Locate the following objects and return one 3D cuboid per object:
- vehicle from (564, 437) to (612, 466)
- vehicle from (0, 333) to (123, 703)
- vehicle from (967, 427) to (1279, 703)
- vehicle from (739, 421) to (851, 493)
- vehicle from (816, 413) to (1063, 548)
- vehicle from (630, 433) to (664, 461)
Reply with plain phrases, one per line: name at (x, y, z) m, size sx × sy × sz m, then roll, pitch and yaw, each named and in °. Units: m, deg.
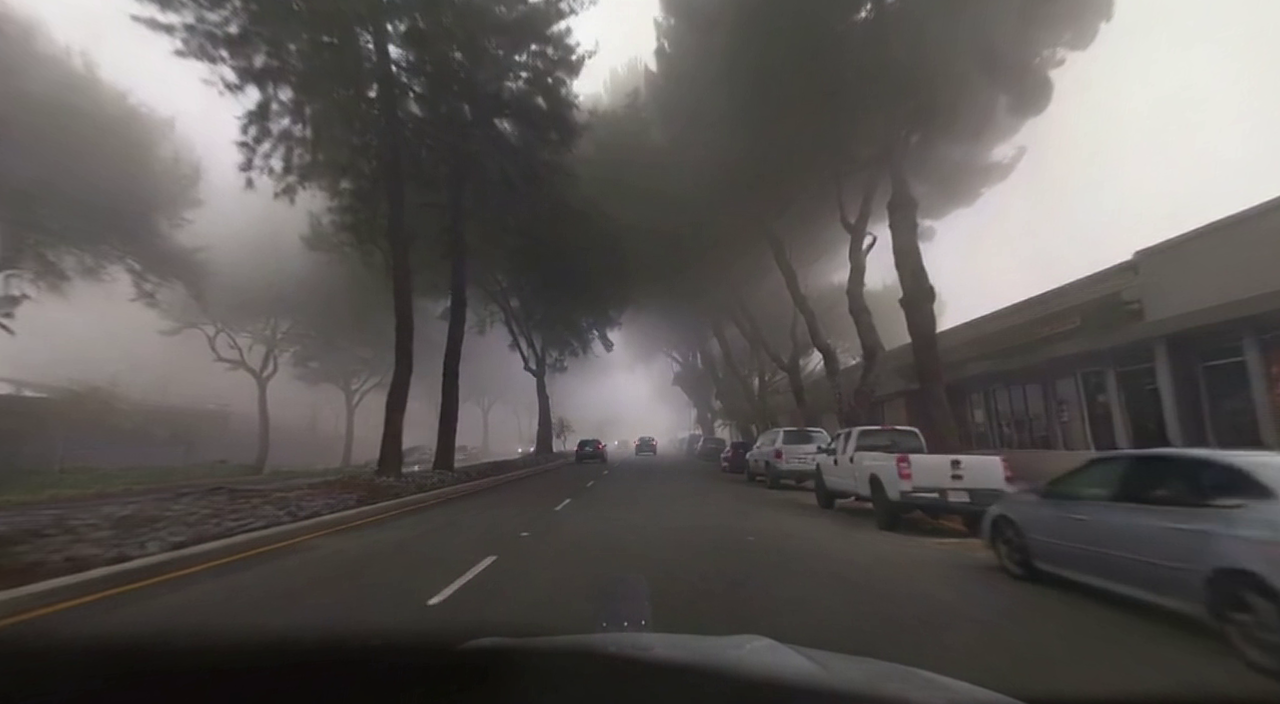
vehicle at (-2.819, 5.523, 35.086) m, size 2.151 × 1.484 × 4.468 m, roll 0°, pitch -8°, yaw 2°
vehicle at (-3.489, 0.513, 0.413) m, size 2.186 × 1.708 × 4.746 m, roll 0°, pitch -8°, yaw 1°
vehicle at (4.303, 1.268, 4.273) m, size 1.896 × 1.451 × 4.329 m, roll 0°, pitch -8°, yaw 1°
vehicle at (4.318, 3.033, 18.467) m, size 2.068 × 1.809 × 4.889 m, roll 0°, pitch -8°, yaw 0°
vehicle at (4.443, 1.965, 10.300) m, size 1.900 × 1.702 × 4.358 m, roll 0°, pitch -8°, yaw 0°
vehicle at (0.451, 6.206, 41.273) m, size 2.075 × 1.770 × 4.018 m, roll 0°, pitch -8°, yaw 0°
